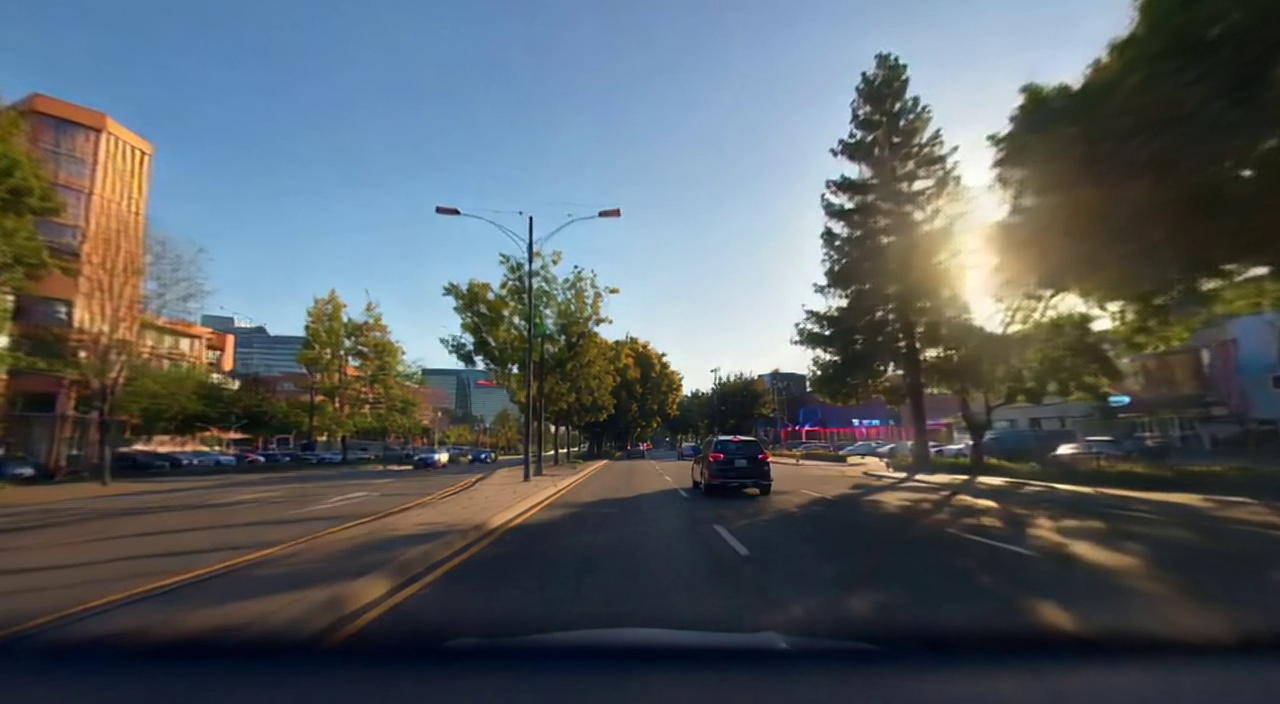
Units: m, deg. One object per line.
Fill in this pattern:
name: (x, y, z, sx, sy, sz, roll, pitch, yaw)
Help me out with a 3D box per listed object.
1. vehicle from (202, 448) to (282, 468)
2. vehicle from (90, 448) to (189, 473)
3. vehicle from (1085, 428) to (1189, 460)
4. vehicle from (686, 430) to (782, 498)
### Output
vehicle: (-30.034, 7.998, 47.766, 4.671, 1.472, 2.076, 0, -8, 2)
vehicle: (-29.531, 6.390, 37.330, 4.215, 1.415, 1.843, 0, -8, -1)
vehicle: (32.122, 5.971, 40.943, 4.867, 1.962, 2.172, 0, -8, 1)
vehicle: (2.507, 3.119, 18.012, 1.963, 1.677, 4.229, 0, -8, -2)
